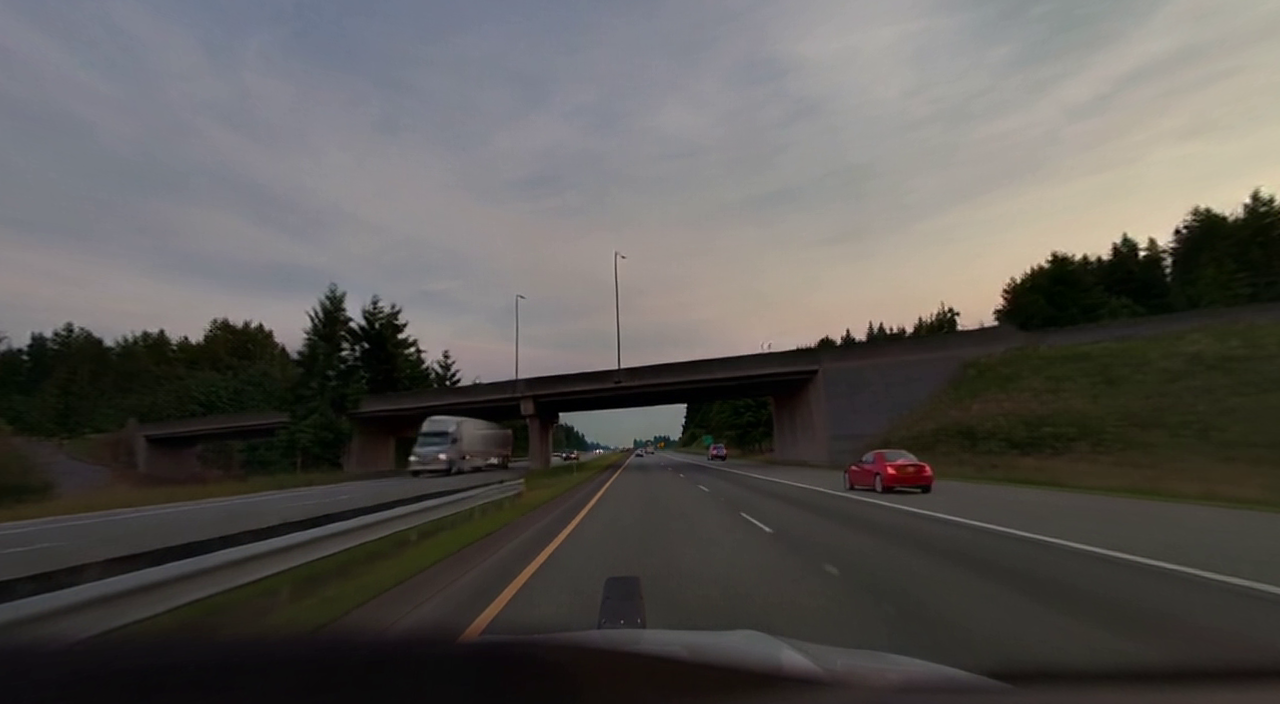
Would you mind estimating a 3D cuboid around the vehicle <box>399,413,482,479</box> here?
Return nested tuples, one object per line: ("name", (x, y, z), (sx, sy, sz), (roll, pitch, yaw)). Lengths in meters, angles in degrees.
("vehicle", (-12.576, 6.050, 40.500), (2.948, 3.836, 6.895), (0, -9, 0))

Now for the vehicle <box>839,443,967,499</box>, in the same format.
("vehicle", (7.658, 3.492, 18.872), (1.987, 1.473, 4.244), (0, -9, 0))
